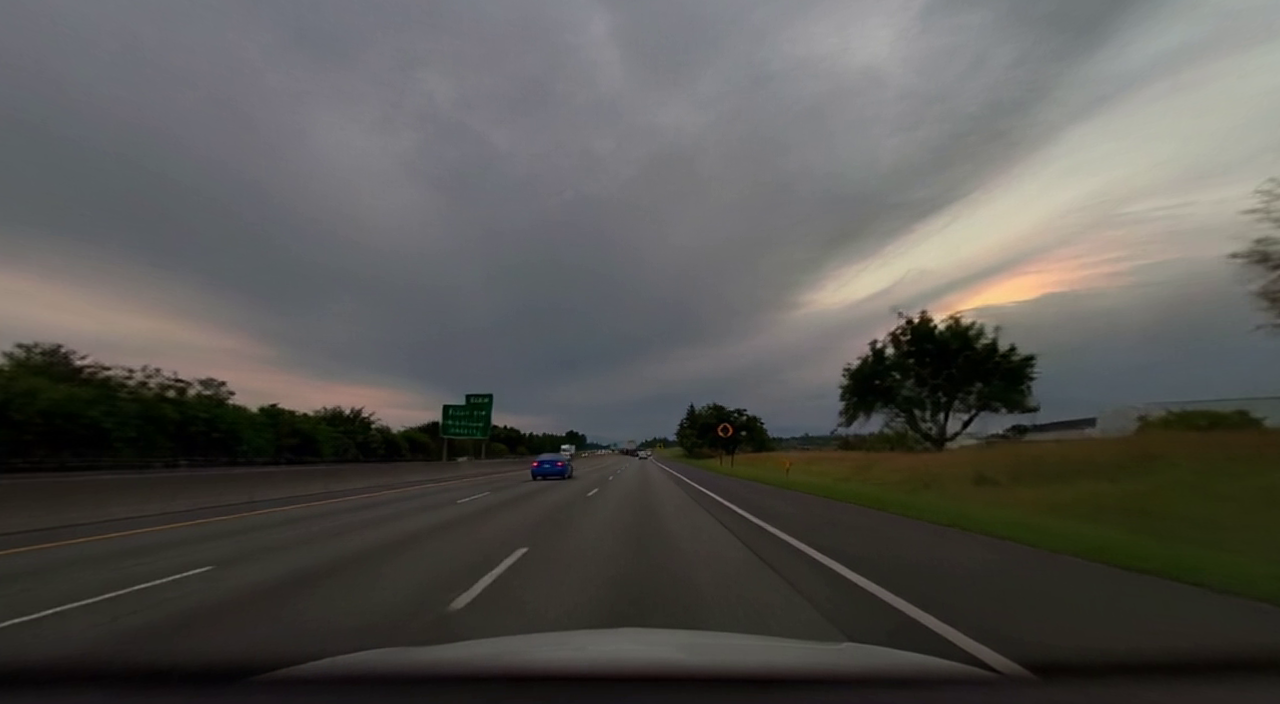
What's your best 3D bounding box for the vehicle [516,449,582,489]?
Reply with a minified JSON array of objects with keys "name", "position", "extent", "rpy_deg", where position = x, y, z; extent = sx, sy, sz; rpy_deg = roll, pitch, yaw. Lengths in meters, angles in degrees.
[{"name":"vehicle","position":[-3.710,4.867,26.493],"extent":[2.121,1.537,3.852],"rpy_deg":[0,-9,1]}]
